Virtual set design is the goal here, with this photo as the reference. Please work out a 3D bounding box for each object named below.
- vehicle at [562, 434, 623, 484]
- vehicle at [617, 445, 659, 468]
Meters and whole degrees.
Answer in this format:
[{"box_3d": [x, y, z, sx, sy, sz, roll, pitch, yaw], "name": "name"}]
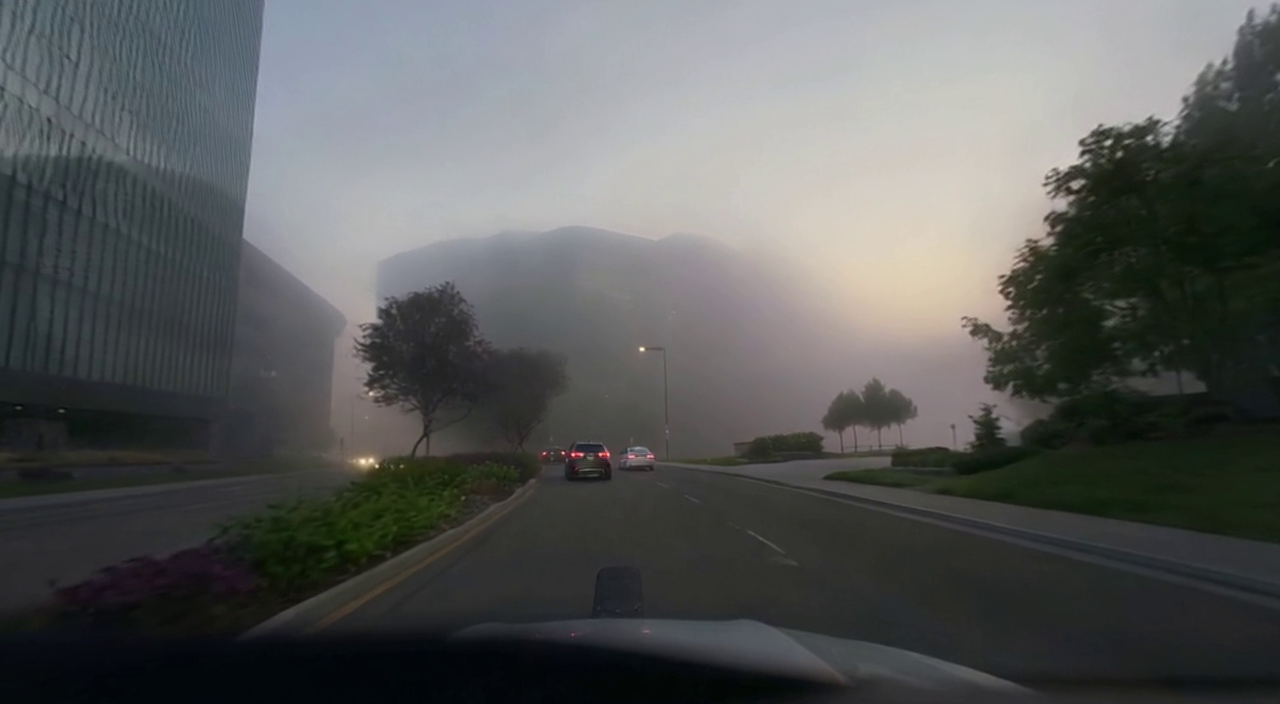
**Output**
[{"box_3d": [-1.924, 4.163, 24.851, 2.173, 1.761, 4.374, 1, -8, -6], "name": "vehicle"}, {"box_3d": [-0.198, 7.263, 44.057, 2.116, 1.506, 4.355, 2, -8, -11], "name": "vehicle"}]
